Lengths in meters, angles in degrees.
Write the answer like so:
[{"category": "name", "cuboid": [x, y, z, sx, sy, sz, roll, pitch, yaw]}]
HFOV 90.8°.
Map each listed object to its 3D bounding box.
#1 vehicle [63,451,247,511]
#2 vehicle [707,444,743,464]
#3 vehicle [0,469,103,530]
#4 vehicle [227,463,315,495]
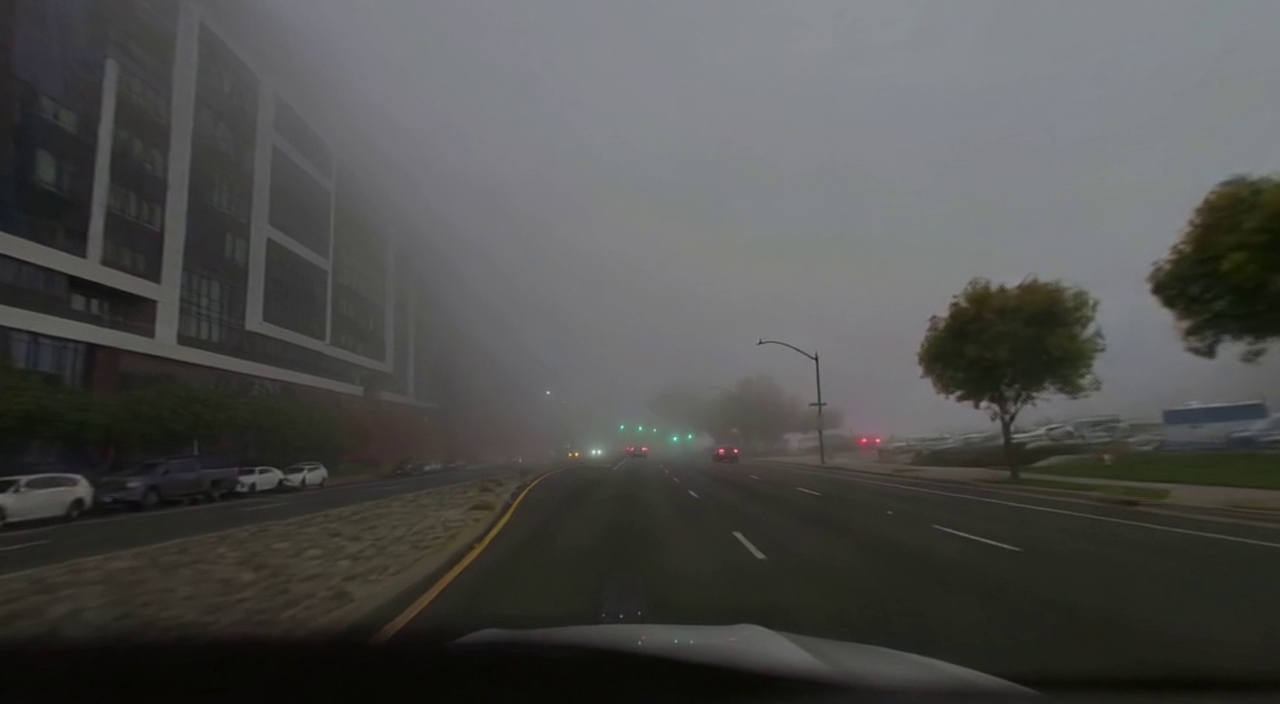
[{"category": "vehicle", "cuboid": [-19.176, 5.080, 25.589, 2.373, 2.077, 6.457, 0, -9, -1]}, {"category": "vehicle", "cuboid": [6.273, 7.587, 47.040, 1.992, 1.447, 4.414, 0, -9, -1]}, {"category": "vehicle", "cuboid": [-19.027, 4.386, 18.958, 1.869, 1.606, 4.617, 0, -9, -2]}, {"category": "vehicle", "cuboid": [-19.064, 6.570, 32.920, 1.850, 1.451, 4.450, 0, -9, 1]}]
